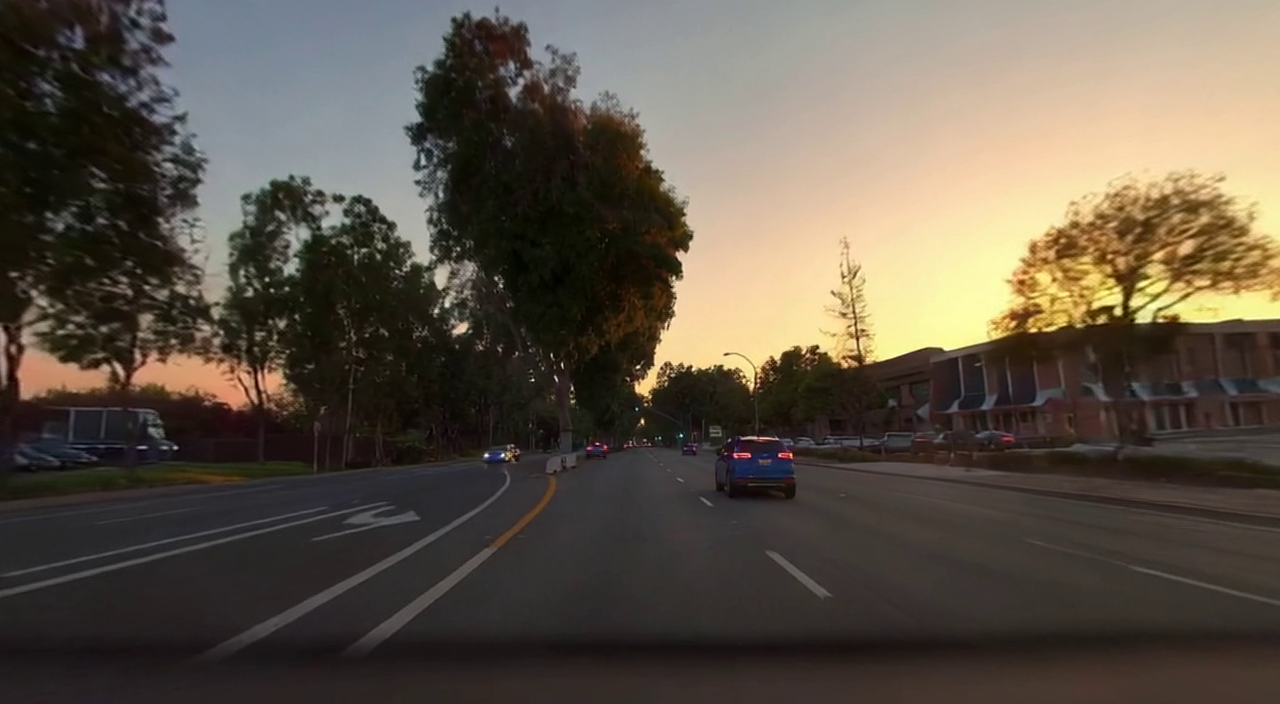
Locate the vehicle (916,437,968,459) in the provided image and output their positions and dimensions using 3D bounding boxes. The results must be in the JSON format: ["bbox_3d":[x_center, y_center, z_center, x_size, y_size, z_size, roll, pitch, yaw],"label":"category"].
[{"bbox_3d":[20.581,6.505,43.218,1.553,1.382,4.105,-1,-7,0],"label":"vehicle"}]

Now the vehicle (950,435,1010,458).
[{"bbox_3d":[23.296,6.487,43.504,1.815,1.517,3.962,0,-8,-2],"label":"vehicle"}]

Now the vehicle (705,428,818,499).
[{"bbox_3d":[3.126,2.978,17.254,2.060,1.665,4.284,0,-8,-2],"label":"vehicle"}]

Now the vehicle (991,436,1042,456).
[{"bbox_3d":[25.824,6.470,43.426,1.446,1.342,3.291,0,-8,0],"label":"vehicle"}]

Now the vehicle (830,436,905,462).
[{"bbox_3d":[17.274,7.342,47.974,4.814,1.682,2.128,-1,-8,-10],"label":"vehicle"}]

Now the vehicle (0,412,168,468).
[{"bbox_3d":[-33.590,5.327,38.318,7.388,3.256,2.750,0,-8,-2],"label":"vehicle"}]
